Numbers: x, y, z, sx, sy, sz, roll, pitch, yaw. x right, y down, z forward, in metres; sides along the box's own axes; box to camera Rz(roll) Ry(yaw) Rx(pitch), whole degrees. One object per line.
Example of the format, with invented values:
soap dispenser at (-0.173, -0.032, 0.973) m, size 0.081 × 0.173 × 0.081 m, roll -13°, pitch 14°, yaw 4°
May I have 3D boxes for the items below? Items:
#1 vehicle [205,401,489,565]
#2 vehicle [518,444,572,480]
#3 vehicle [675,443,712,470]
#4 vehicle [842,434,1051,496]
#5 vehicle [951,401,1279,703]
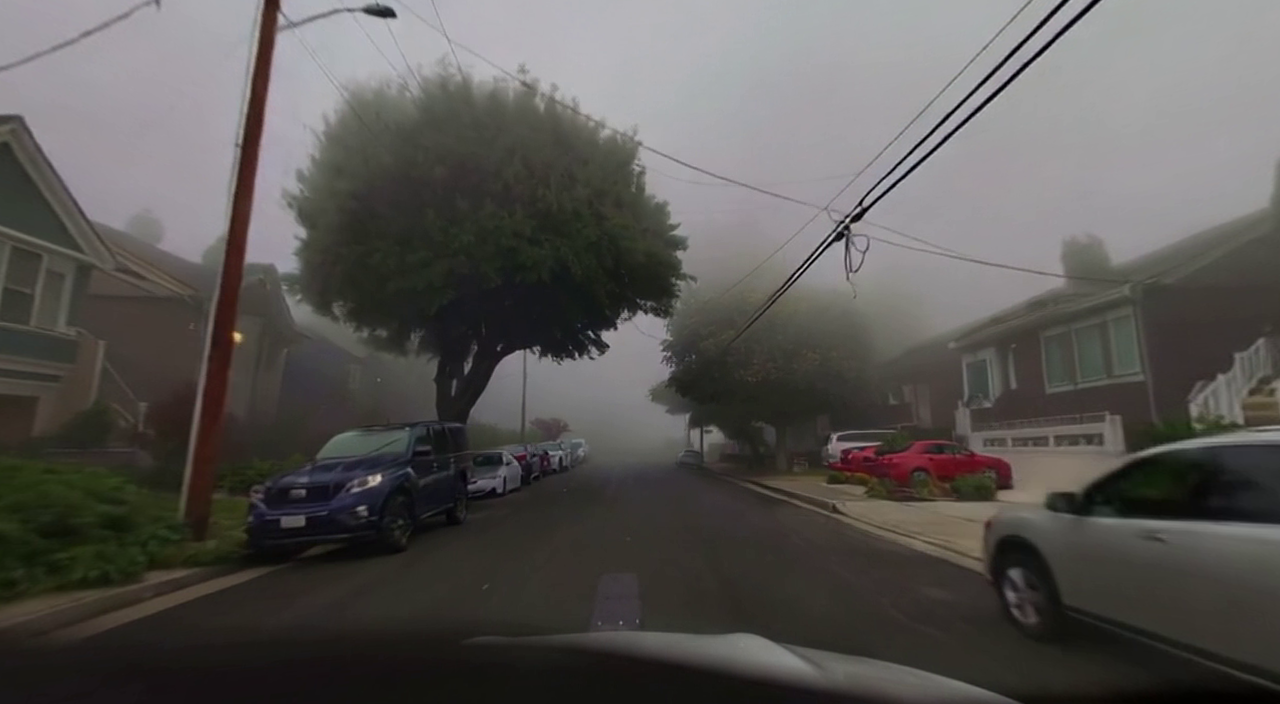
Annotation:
vehicle at (-4.011, 1.898, 9.927) m, size 2.057 × 1.887 × 5.053 m, roll 0°, pitch -8°, yaw -1°
vehicle at (-4.238, 4.944, 28.749) m, size 1.745 × 1.490 × 4.304 m, roll 0°, pitch -8°, yaw 0°
vehicle at (3.234, 6.397, 38.809) m, size 1.916 × 1.587 × 3.986 m, roll 0°, pitch -9°, yaw 0°
vehicle at (8.021, 2.972, 16.836) m, size 4.594 × 1.512 × 1.824 m, roll 0°, pitch -8°, yaw -2°
vehicle at (3.539, 1.009, 2.770) m, size 2.019 × 1.536 × 4.405 m, roll 0°, pitch -9°, yaw -1°
